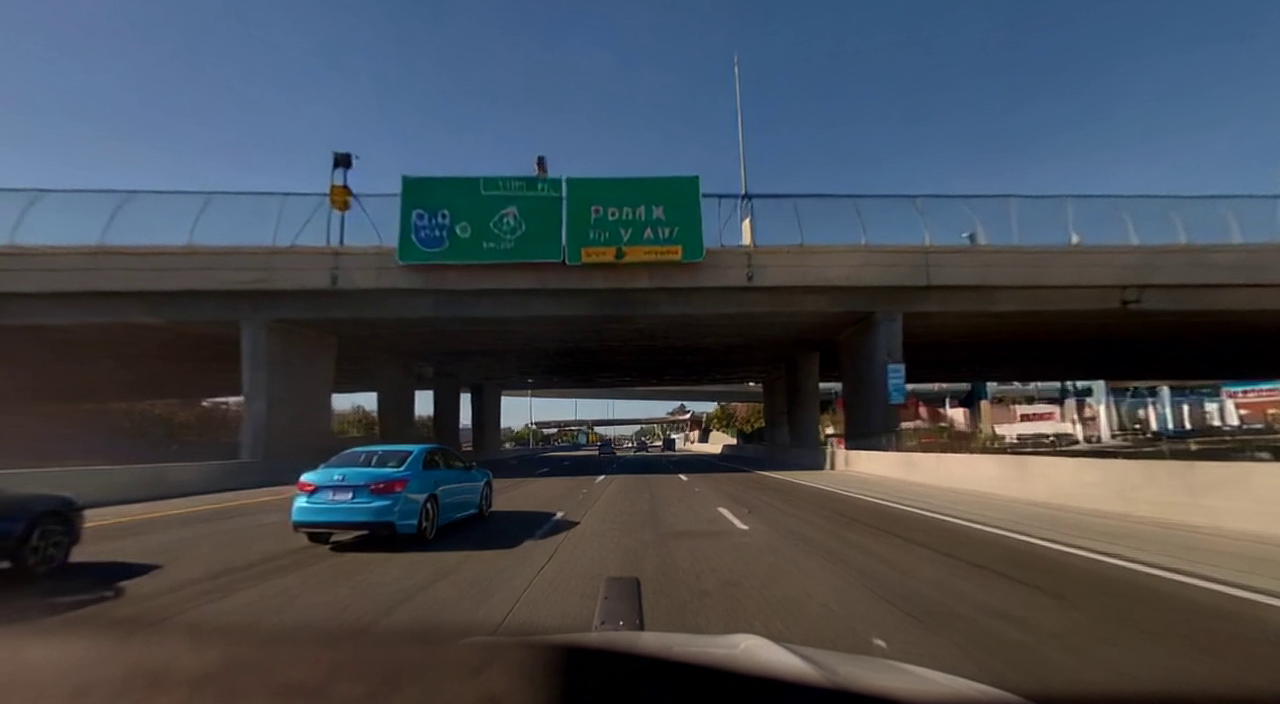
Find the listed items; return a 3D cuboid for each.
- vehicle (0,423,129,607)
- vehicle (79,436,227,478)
[{"bbox_3d":[-6.374,1.242,4.419,1.990,1.529,4.288,0,-8,0],"label":"vehicle"},{"bbox_3d":[-19.577,4.237,25.730,2.300,1.517,4.605,0,-8,1],"label":"vehicle"}]
